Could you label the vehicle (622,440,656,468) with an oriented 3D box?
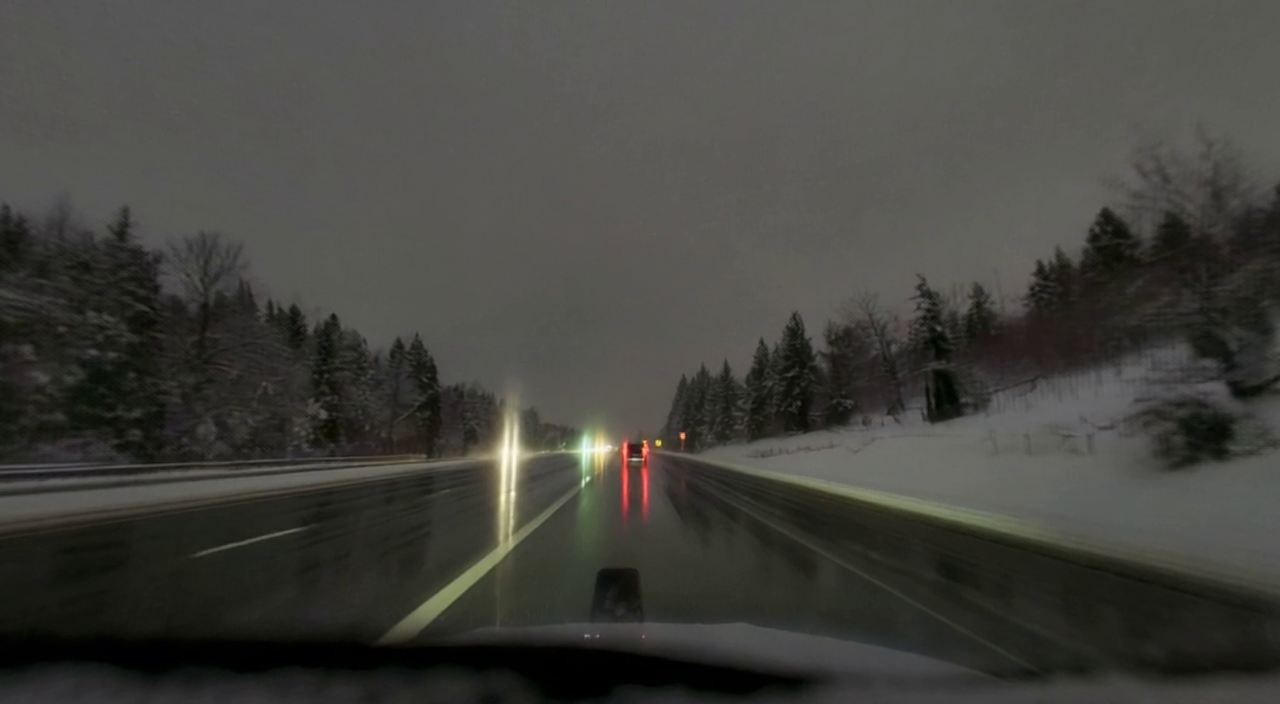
[{"bbox_3d":[-0.075,6.602,40.739,2.120,1.715,4.153,0,-9,-1],"label":"vehicle"}]
